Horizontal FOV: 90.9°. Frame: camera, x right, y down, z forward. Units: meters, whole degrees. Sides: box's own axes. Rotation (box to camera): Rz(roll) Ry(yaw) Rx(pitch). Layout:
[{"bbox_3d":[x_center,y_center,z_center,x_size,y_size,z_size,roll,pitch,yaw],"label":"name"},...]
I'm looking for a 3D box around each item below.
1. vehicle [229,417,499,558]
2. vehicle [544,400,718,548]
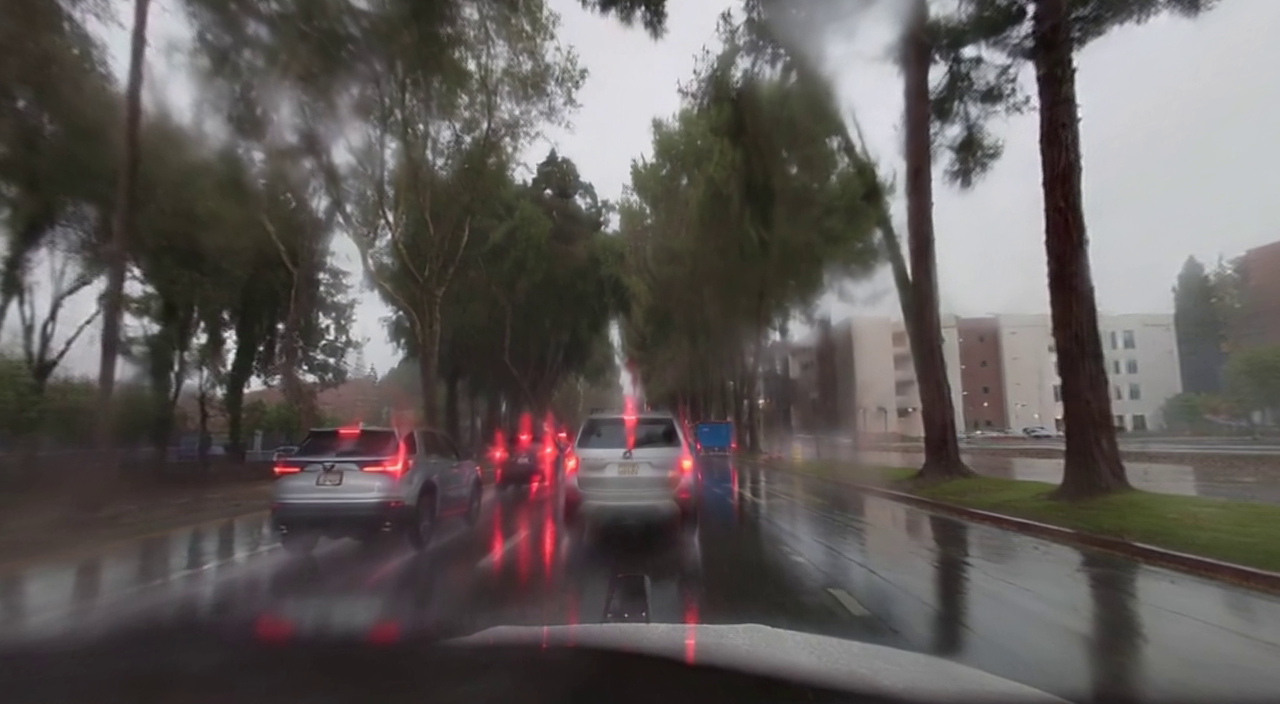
[{"bbox_3d":[-3.750,1.921,9.727,1.959,1.614,4.676,0,-8,1],"label":"vehicle"},{"bbox_3d":[-0.089,1.757,9.627,2.075,1.770,4.018,0,-8,1],"label":"vehicle"}]
